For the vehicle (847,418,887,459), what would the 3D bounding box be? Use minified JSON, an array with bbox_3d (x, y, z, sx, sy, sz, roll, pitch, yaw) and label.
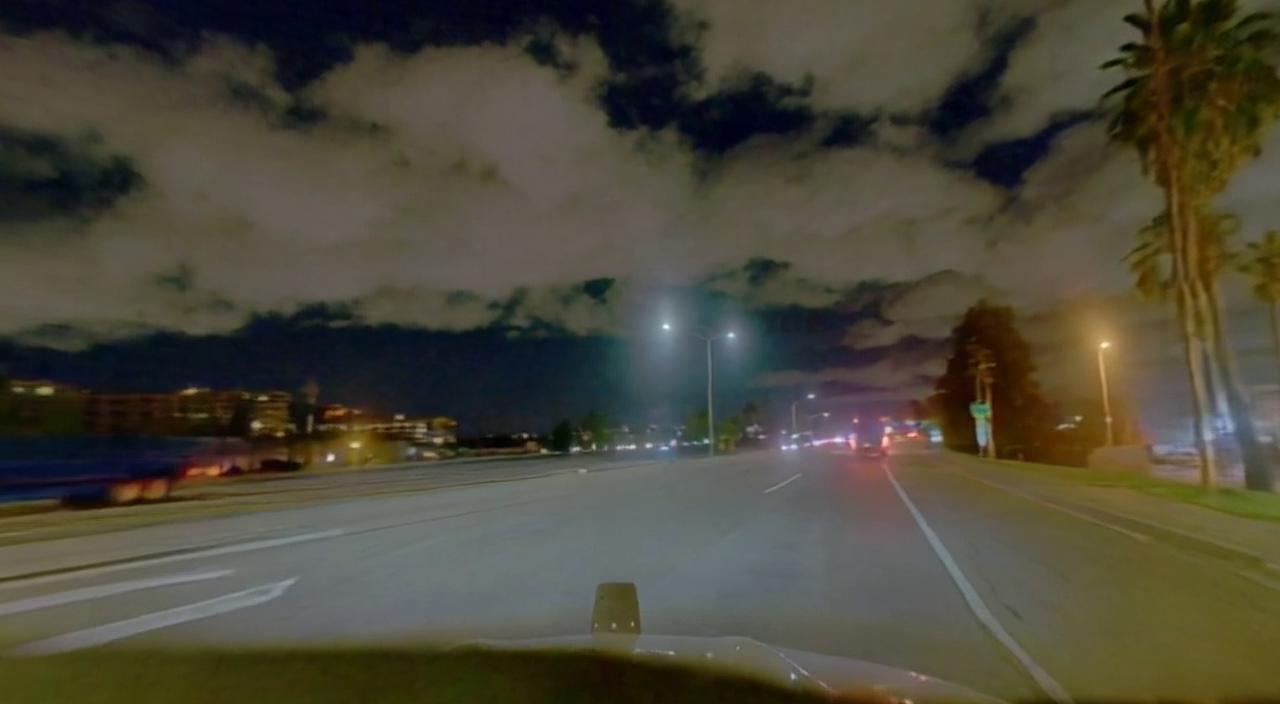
[{"bbox_3d":[17.421,6.654,48.567,2.606,3.020,4.180,-3,-8,19],"label":"vehicle"}]
